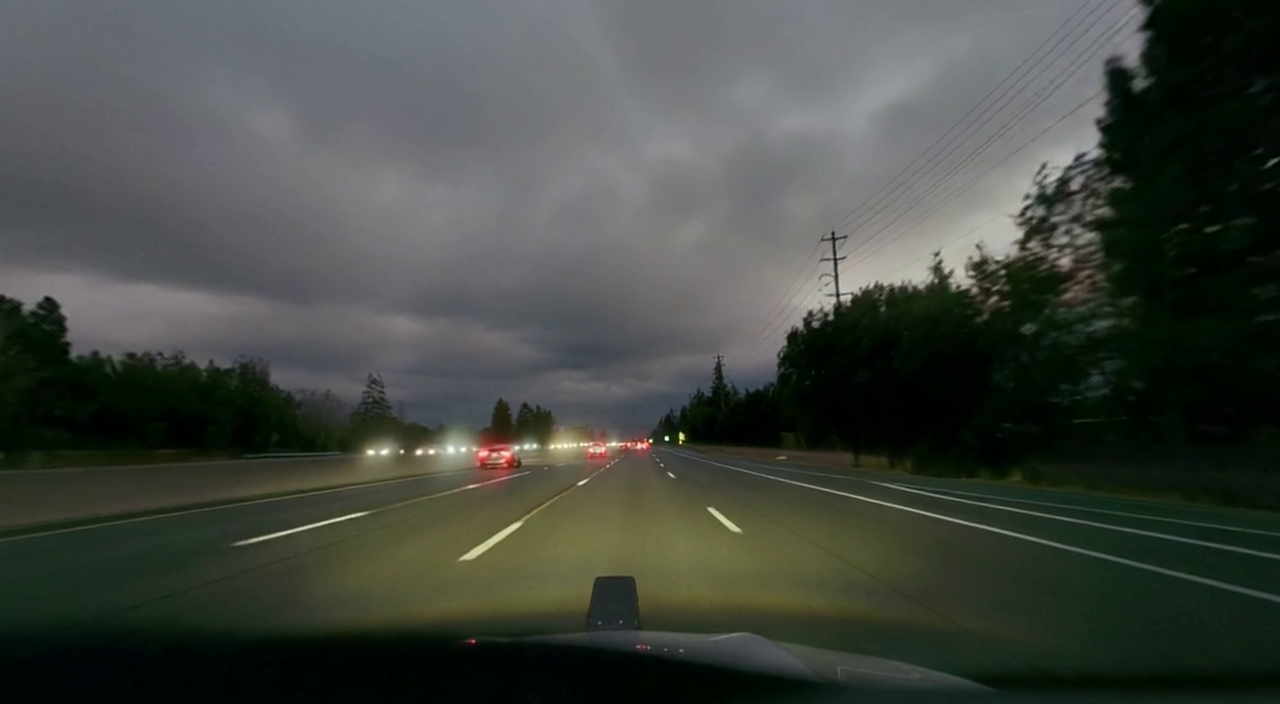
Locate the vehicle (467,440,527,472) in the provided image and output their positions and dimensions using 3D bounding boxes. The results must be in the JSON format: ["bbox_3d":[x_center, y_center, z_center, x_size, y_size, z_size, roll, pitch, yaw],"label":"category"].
[{"bbox_3d":[-7.427,5.480,33.224,2.034,1.563,4.476,0,-9,1],"label":"vehicle"}]
